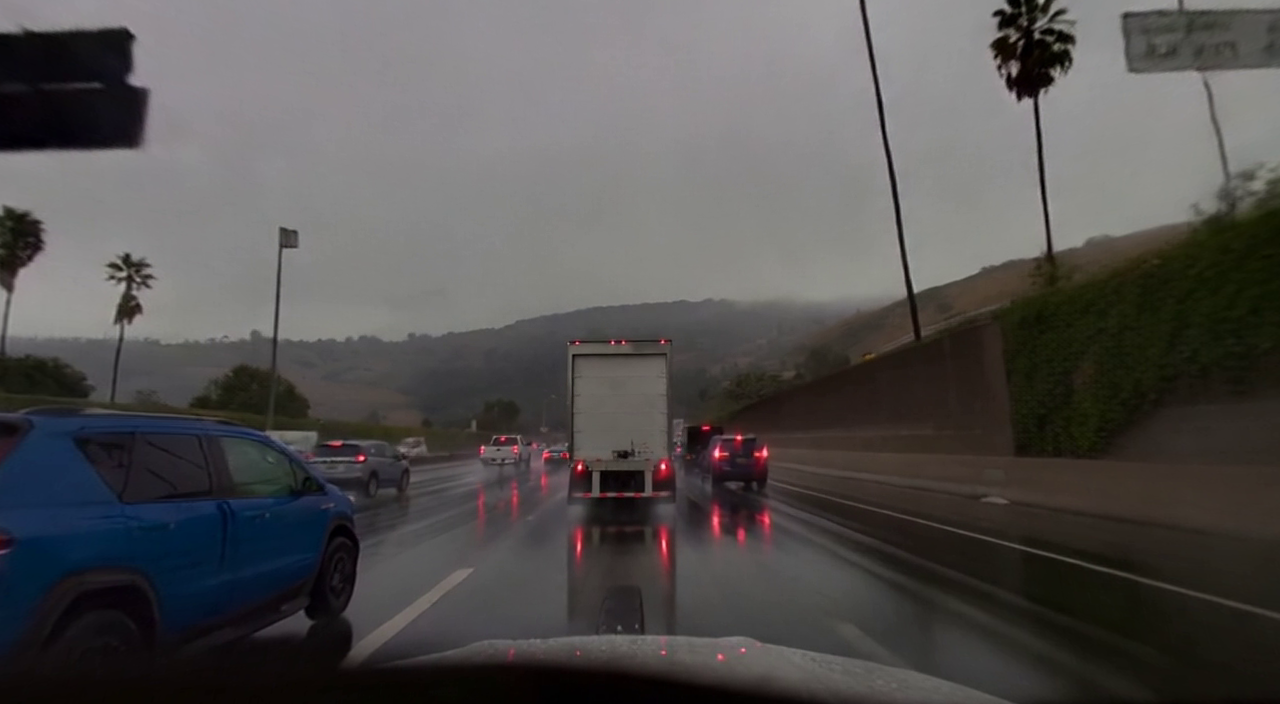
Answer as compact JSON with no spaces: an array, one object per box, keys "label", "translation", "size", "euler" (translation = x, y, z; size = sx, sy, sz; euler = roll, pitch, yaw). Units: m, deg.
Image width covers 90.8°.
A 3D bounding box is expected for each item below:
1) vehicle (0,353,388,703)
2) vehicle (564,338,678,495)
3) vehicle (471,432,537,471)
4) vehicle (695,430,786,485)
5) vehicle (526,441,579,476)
[{"label":"vehicle","translation":[-3.240,1.069,3.694],"size":[1.885,1.654,4.103],"euler":[0,-9,-1]},{"label":"vehicle","translation":[-0.455,2.460,21.689],"size":[2.906,4.040,10.743],"euler":[0,-9,0]},{"label":"vehicle","translation":[-7.360,5.463,34.855],"size":[2.344,1.954,5.579],"euler":[0,-9,1]},{"label":"vehicle","translation":[2.876,3.152,19.102],"size":[1.859,1.416,4.695],"euler":[0,-9,-2]},{"label":"vehicle","translation":[-3.955,4.883,29.265],"size":[1.874,1.475,4.328],"euler":[0,-9,-1]}]
